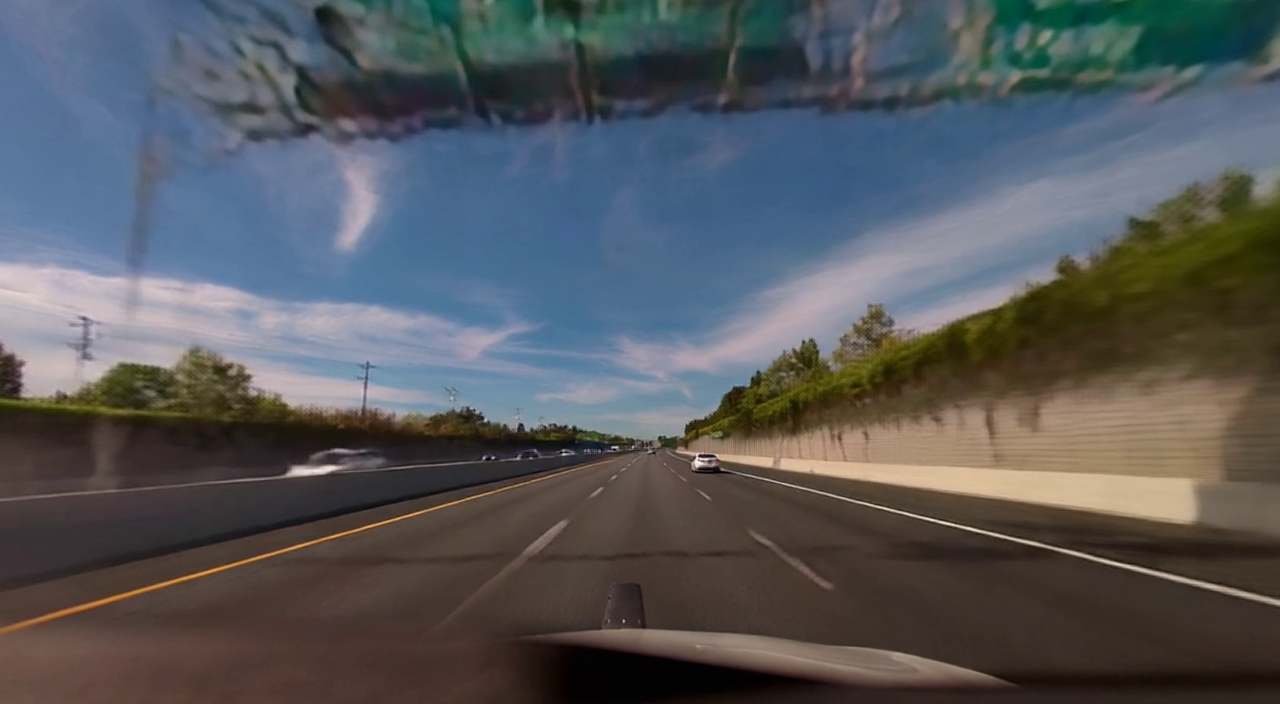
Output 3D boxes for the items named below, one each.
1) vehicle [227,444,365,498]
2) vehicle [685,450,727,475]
[{"bbox_3d":[-10.626,3.678,19.902,1.883,1.512,4.306,0,-9,0],"label":"vehicle"},{"bbox_3d":[3.836,6.499,37.338,2.065,1.400,4.028,0,-9,0],"label":"vehicle"}]
